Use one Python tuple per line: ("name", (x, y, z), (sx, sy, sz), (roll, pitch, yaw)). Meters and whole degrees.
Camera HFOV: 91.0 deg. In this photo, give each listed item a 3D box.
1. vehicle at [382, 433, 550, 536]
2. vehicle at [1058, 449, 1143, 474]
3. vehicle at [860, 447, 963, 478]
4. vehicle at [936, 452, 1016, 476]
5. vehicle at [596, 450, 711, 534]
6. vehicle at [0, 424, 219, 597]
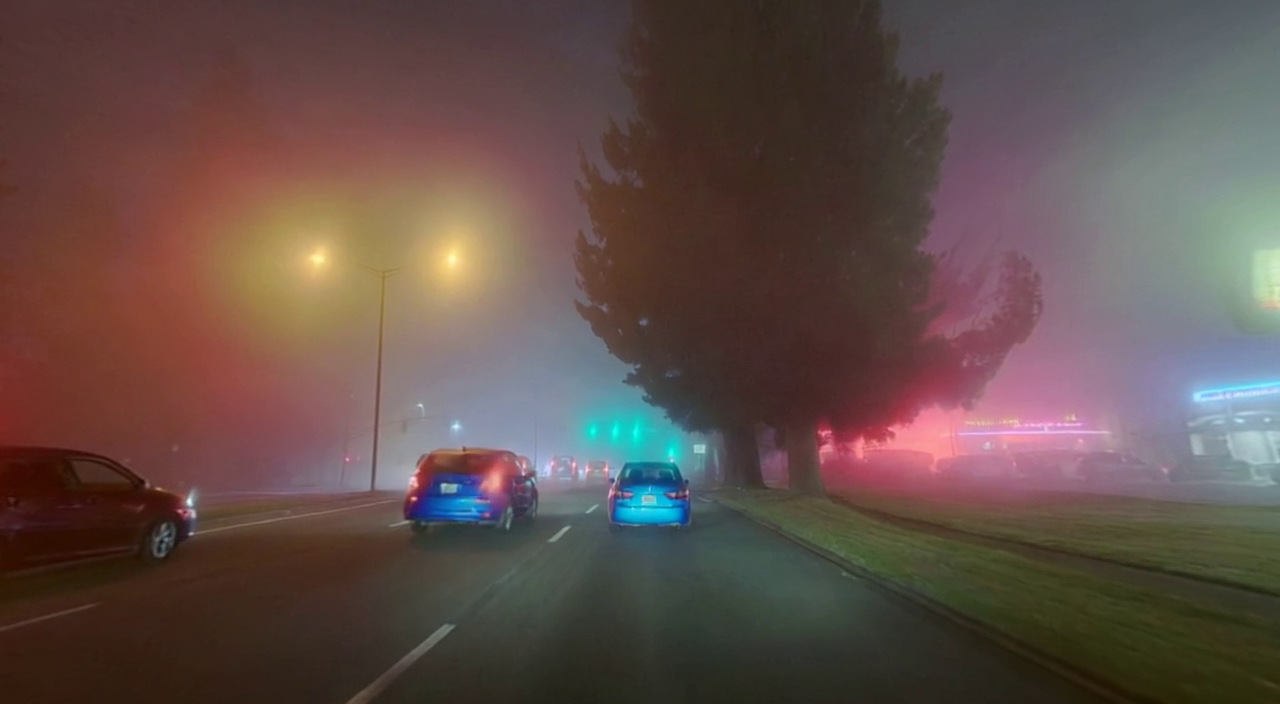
("vehicle", (-3.297, 2.608, 13.108), (2.055, 1.725, 4.732), (0, -9, 1))
("vehicle", (30.618, 7.219, 41.906), (1.757, 1.496, 4.200), (7, -10, -42))
("vehicle", (18.280, 7.387, 42.557), (5.852, 1.962, 2.323), (-7, -11, 41))
("vehicle", (22.488, 7.512, 42.245), (4.220, 1.550, 1.935), (-10, -13, 43))
("vehicle", (0.281, 2.883, 13.561), (2.091, 1.494, 3.962), (0, -9, 1))
("vehicle", (-7.184, 1.671, 6.992), (1.968, 1.657, 4.230), (0, -9, 2))
